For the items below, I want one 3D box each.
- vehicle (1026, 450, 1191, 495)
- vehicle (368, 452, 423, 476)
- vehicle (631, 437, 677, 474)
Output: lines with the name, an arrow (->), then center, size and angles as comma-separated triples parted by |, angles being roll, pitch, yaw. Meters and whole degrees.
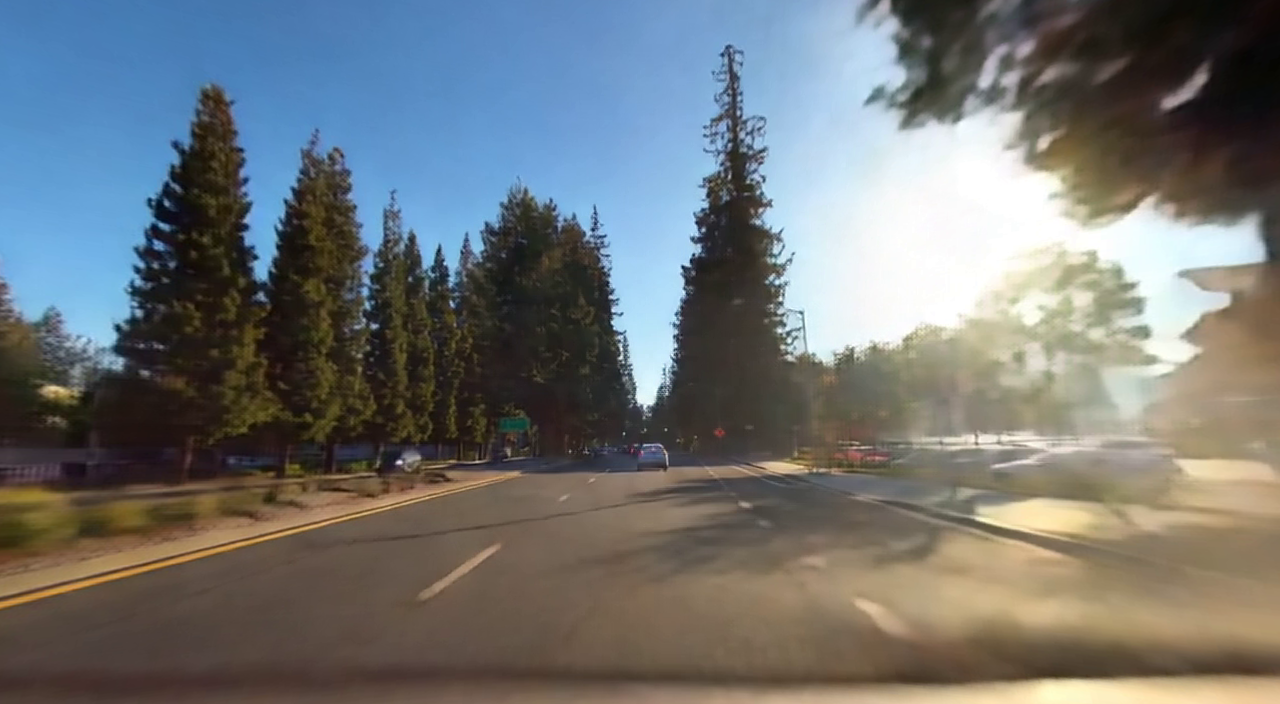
vehicle -> 15.409, 3.971, 20.907 | 3.913, 1.384, 1.893 | 0, -9, 2
vehicle -> -16.223, 7.410, 42.019 | 1.895, 1.513, 4.362 | 0, -9, 0
vehicle -> 0.666, 5.102, 31.148 | 2.135, 1.691, 3.884 | 0, -9, 1
